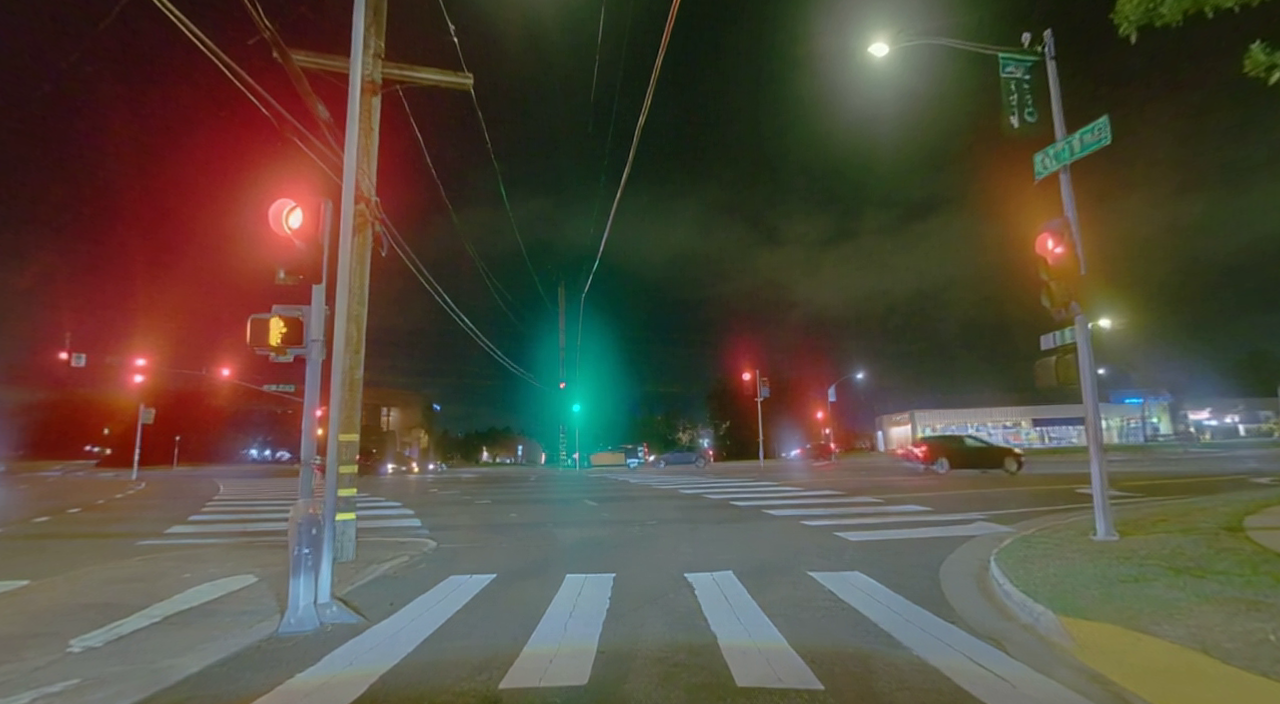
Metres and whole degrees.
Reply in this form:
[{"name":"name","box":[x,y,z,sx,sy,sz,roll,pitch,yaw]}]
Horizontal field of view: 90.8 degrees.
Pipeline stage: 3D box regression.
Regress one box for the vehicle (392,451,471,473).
[{"name":"vehicle","box":[-14.140,7.446,42.979,4.837,1.407,1.818,4,-9,-26]}]

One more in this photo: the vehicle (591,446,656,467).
[{"name":"vehicle","box":[-1.154,7.551,45.813,4.391,1.451,1.717,4,-9,-26]}]

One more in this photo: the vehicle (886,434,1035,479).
[{"name":"vehicle","box":[11.628,3.776,22.992,4.700,1.479,2.095,3,-9,-20]}]
